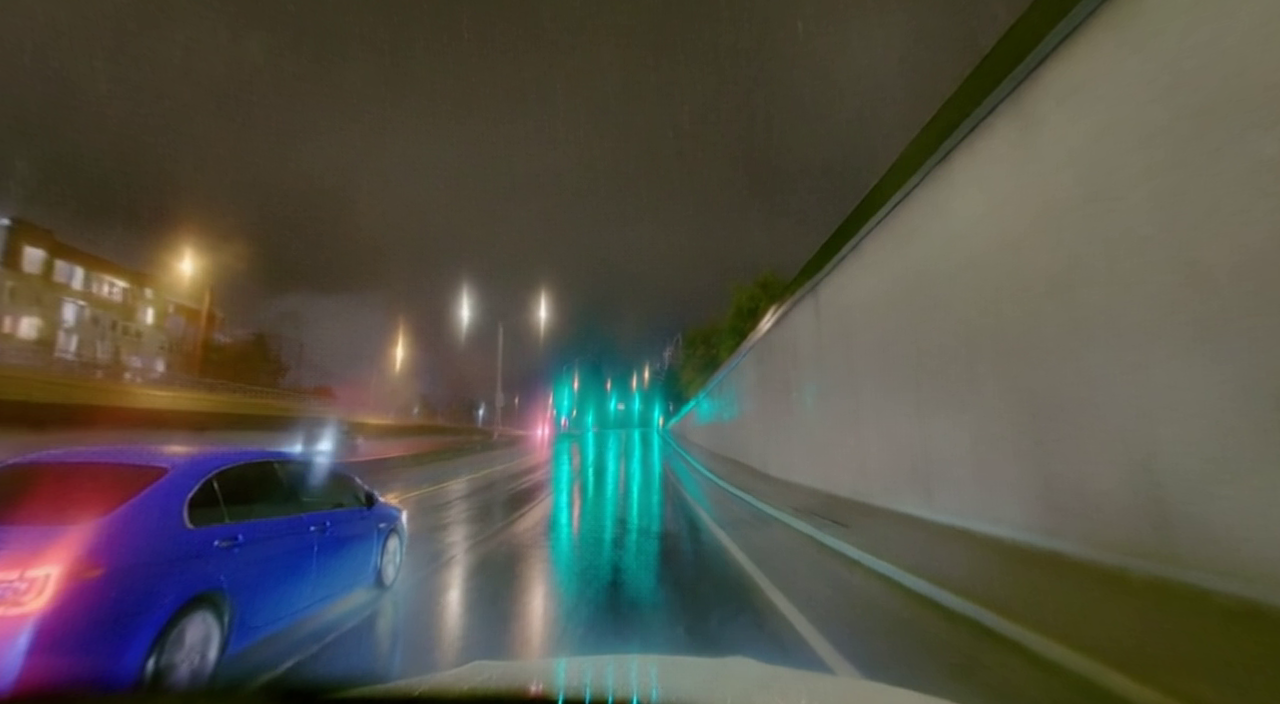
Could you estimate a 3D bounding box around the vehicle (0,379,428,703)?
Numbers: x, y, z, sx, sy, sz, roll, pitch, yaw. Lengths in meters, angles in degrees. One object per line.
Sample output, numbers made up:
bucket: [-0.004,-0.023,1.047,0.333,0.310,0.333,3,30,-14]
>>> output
vehicle: [-3.124,1.137,4.024,2.041,1.470,4.290,0,-9,0]
